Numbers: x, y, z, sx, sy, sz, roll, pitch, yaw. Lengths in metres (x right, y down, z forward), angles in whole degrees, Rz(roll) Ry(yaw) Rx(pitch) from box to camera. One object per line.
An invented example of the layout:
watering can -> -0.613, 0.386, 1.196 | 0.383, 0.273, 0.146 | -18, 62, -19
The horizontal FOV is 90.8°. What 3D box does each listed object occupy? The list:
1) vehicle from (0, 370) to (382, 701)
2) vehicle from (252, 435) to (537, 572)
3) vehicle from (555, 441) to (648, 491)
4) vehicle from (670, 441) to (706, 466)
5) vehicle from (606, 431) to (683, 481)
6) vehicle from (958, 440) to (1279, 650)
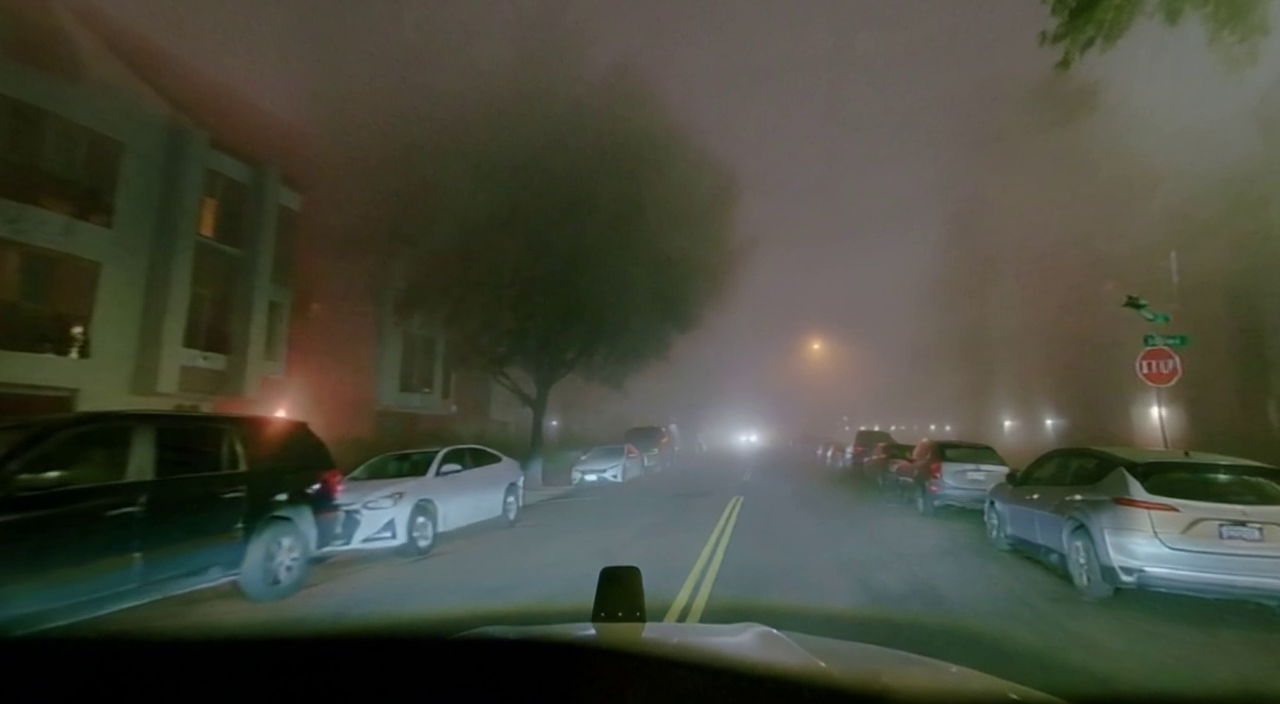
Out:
vehicle -> -4.169, 1.168, 4.706 | 1.946, 1.744, 4.584 | -1, -8, 10
vehicle -> -3.213, 2.038, 9.575 | 1.902, 1.478, 4.696 | -2, -7, 9
vehicle -> -1.137, 3.692, 20.972 | 1.921, 1.463, 4.313 | -2, -8, 13
vehicle -> 3.166, 6.542, 41.053 | 1.939, 1.513, 4.401 | -1, -8, 9
vehicle -> 0.347, 4.355, 27.143 | 2.229, 1.869, 5.791 | -3, -8, 11
vehicle -> 5.156, 1.650, 6.553 | 2.084, 1.441, 4.402 | -1, -8, 10
